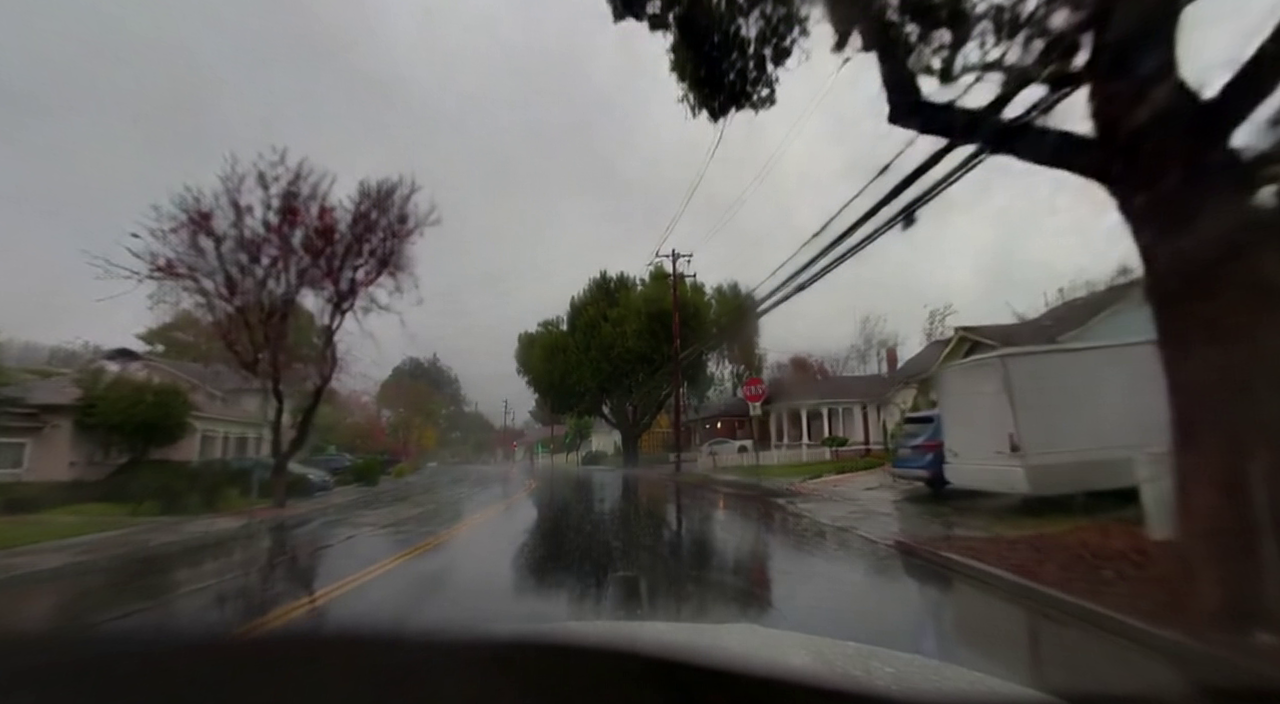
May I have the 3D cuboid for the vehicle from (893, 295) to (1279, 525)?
[{"bbox_3d":[8.390,0.885,10.486,7.115,3.010,2.378,-4,-8,-4],"label":"vehicle"}]

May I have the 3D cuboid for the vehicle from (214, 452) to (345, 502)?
[{"bbox_3d":[-12.475,4.300,22.242,2.390,1.431,4.253,0,-8,-5],"label":"vehicle"}]

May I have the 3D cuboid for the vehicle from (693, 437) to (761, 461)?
[{"bbox_3d":[6.189,6.972,45.377,4.566,1.623,1.906,0,-9,-2],"label":"vehicle"}]
